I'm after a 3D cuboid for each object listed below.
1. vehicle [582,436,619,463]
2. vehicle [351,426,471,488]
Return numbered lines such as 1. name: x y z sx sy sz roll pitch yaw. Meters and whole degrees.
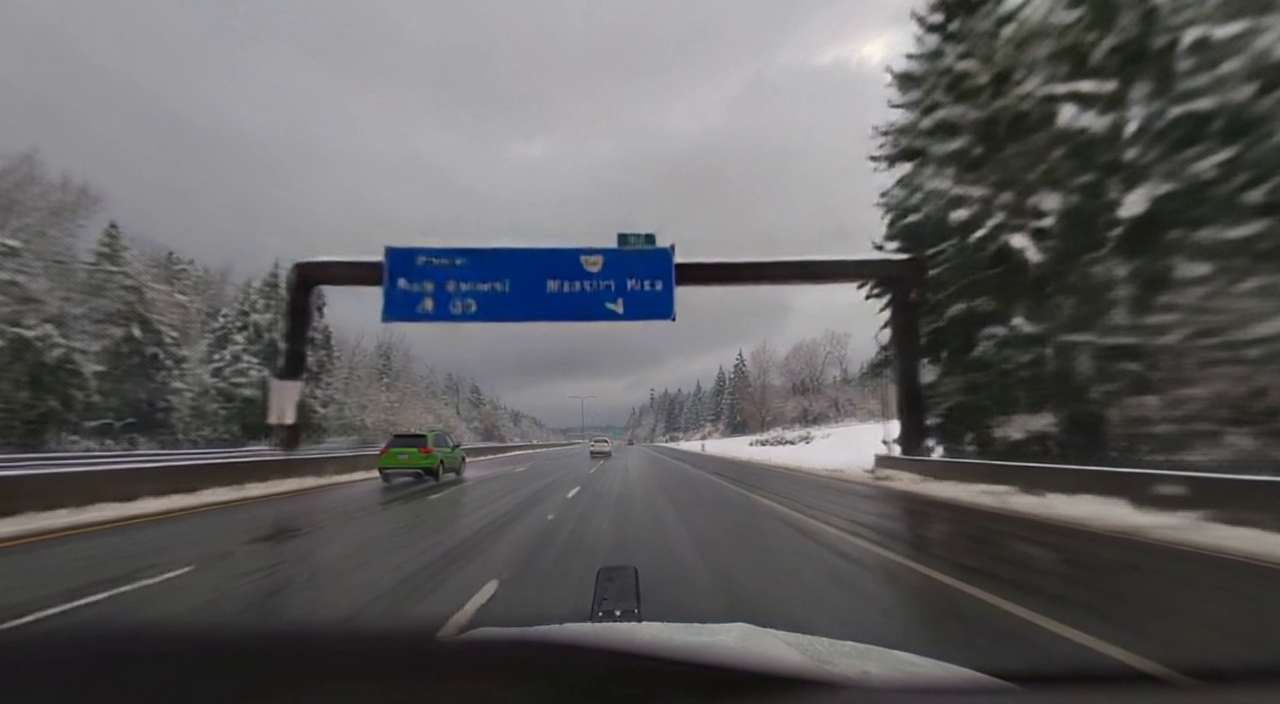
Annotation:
1. vehicle: -2.274 5.723 37.154 2.010 1.534 4.013 0 -8 -1
2. vehicle: -6.877 3.177 19.489 2.111 1.689 4.505 0 -8 -1
